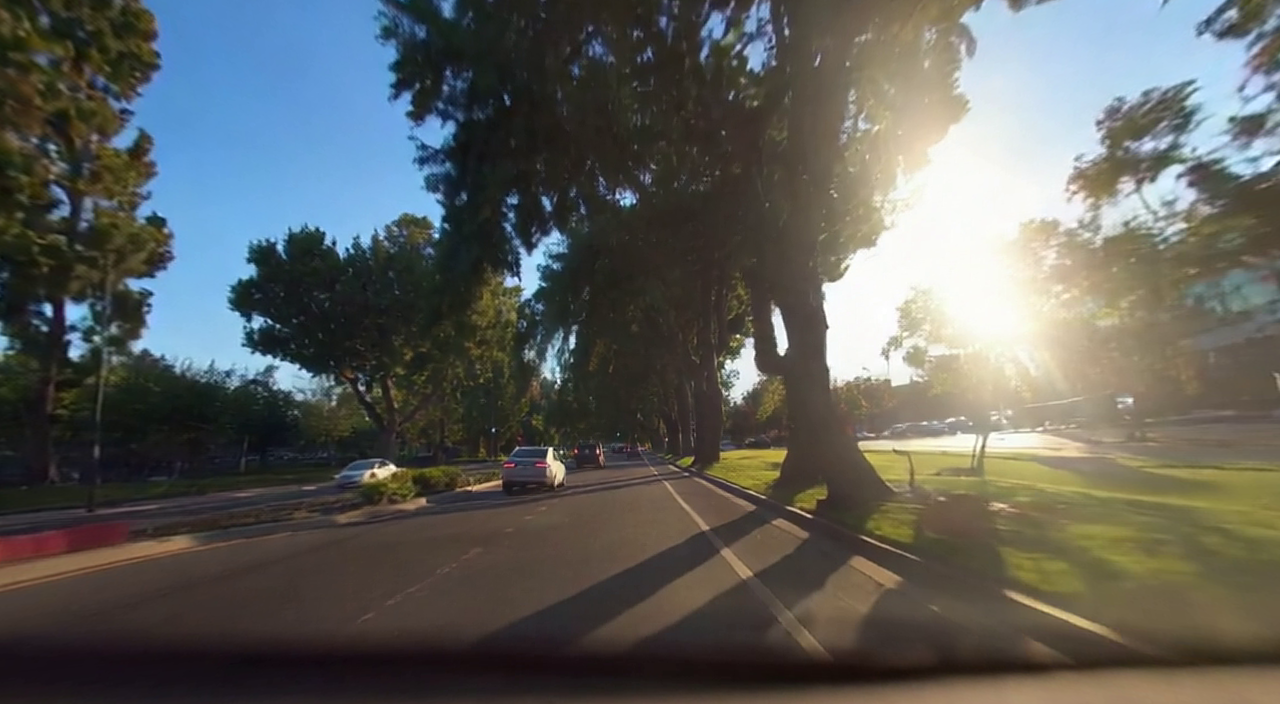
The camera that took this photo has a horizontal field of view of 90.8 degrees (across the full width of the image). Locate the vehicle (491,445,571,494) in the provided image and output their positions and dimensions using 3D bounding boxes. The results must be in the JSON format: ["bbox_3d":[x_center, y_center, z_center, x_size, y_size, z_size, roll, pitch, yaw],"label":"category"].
[{"bbox_3d":[-3.516,3.869,21.140,1.932,1.431,4.144,0,-9,0],"label":"vehicle"}]

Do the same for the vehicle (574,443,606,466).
[{"bbox_3d":[-3.847,7.938,49.049,2.077,1.725,4.153,0,-9,1],"label":"vehicle"}]

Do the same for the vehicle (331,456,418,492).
[{"bbox_3d":[-11.808,5.444,28.468,1.924,1.430,4.417,0,-9,1],"label":"vehicle"}]
